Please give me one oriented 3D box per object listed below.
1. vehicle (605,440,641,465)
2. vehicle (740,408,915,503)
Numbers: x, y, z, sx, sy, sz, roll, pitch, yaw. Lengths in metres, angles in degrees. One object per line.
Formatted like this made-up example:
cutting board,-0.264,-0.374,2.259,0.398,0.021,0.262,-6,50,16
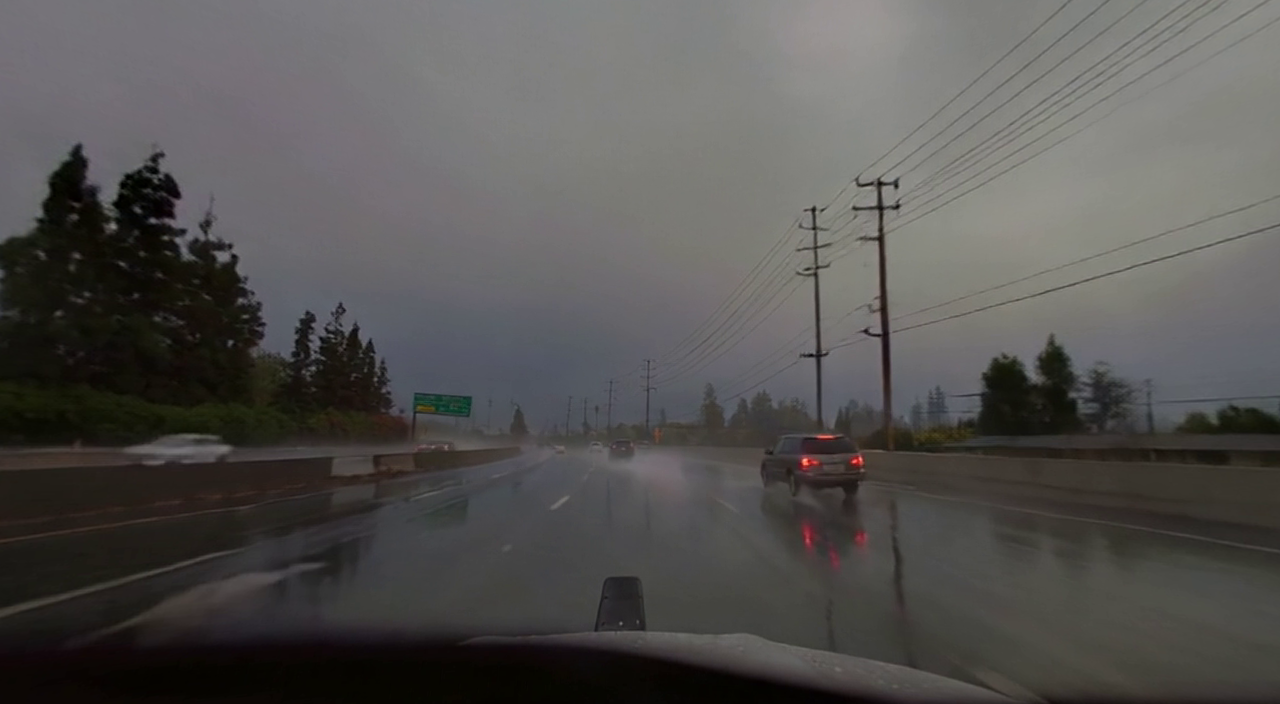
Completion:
vehicle,-1.233,7.121,44.923,2.188,1.714,3.921,1,-9,-7
vehicle,4.512,2.666,16.646,2.504,2.033,5.979,0,-8,-3
